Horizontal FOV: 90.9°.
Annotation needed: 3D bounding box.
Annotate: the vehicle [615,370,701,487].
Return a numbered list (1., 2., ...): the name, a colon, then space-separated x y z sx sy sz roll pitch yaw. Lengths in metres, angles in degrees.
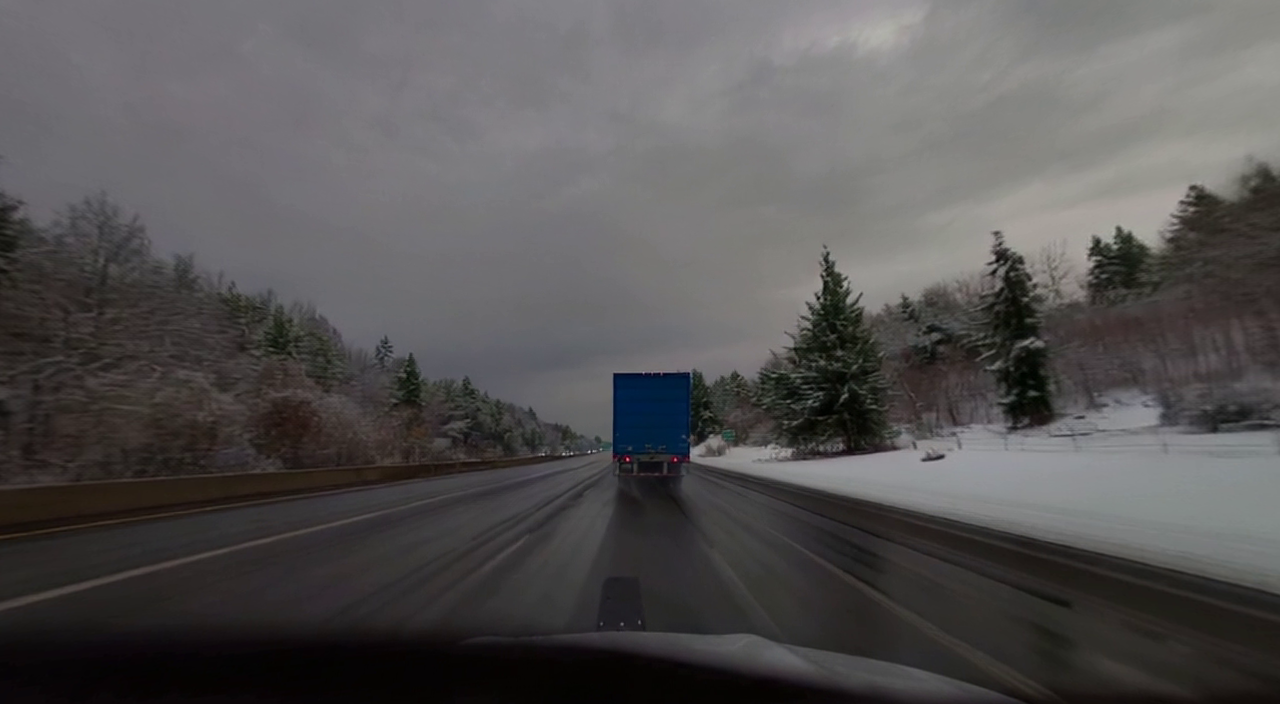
1. vehicle: 0.543 3.386 26.611 2.898 3.973 10.063 0 -9 -1
